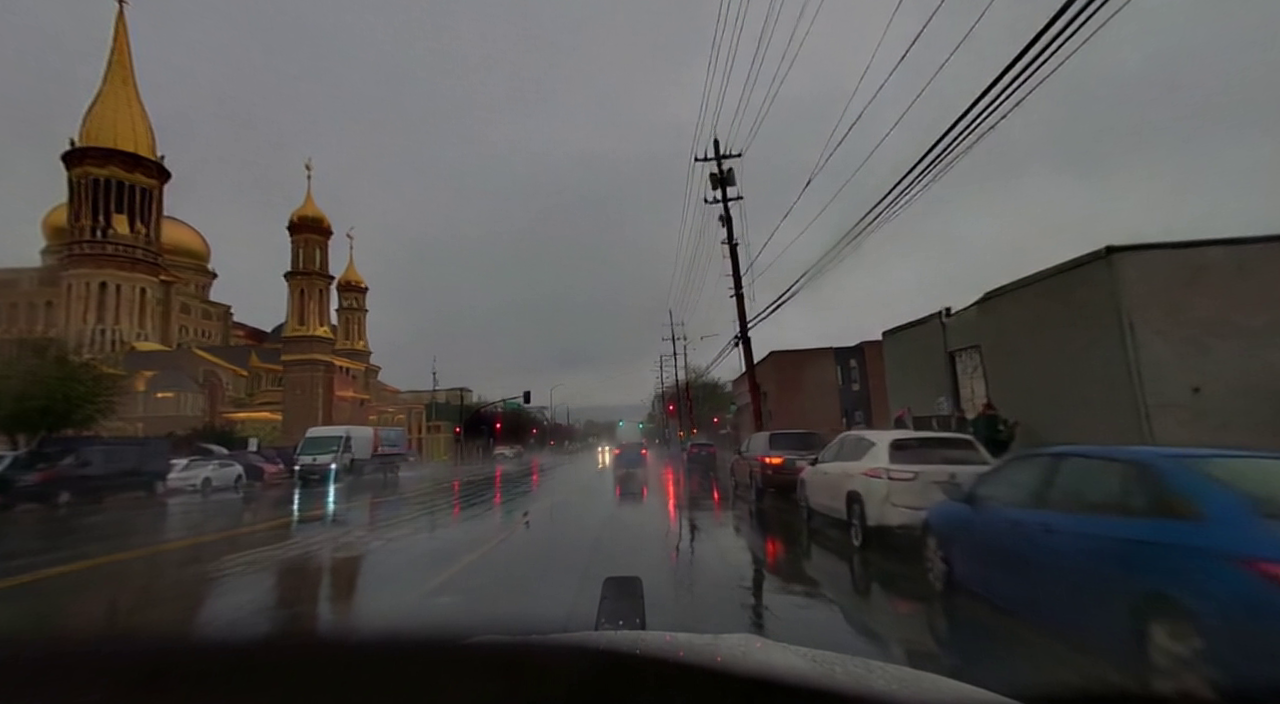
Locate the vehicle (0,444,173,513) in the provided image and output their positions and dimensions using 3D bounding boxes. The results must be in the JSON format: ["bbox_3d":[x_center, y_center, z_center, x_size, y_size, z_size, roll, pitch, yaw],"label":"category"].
[{"bbox_3d":[-18.136,3.799,19.255,5.873,1.917,2.472,-1,-8,2],"label":"vehicle"}]

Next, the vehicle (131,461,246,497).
[{"bbox_3d":[-19.404,5.464,27.255,3.703,1.234,1.683,-4,-10,0],"label":"vehicle"}]

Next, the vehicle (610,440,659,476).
[{"bbox_3d":[-0.265,4.739,28.507,2.049,1.453,4.299,0,-8,-1],"label":"vehicle"}]

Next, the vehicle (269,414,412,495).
[{"bbox_3d":[-12.116,4.194,26.244,2.961,2.739,6.276,-4,-8,-1],"label":"vehicle"}]

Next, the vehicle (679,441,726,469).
[{"bbox_3d":[3.523,5.915,36.483,1.944,1.530,4.539,0,-8,-4],"label":"vehicle"}]

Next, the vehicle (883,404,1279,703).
[{"bbox_3d":[3.610,1.285,4.708,1.826,1.523,4.371,0,-8,0],"label":"vehicle"}]
